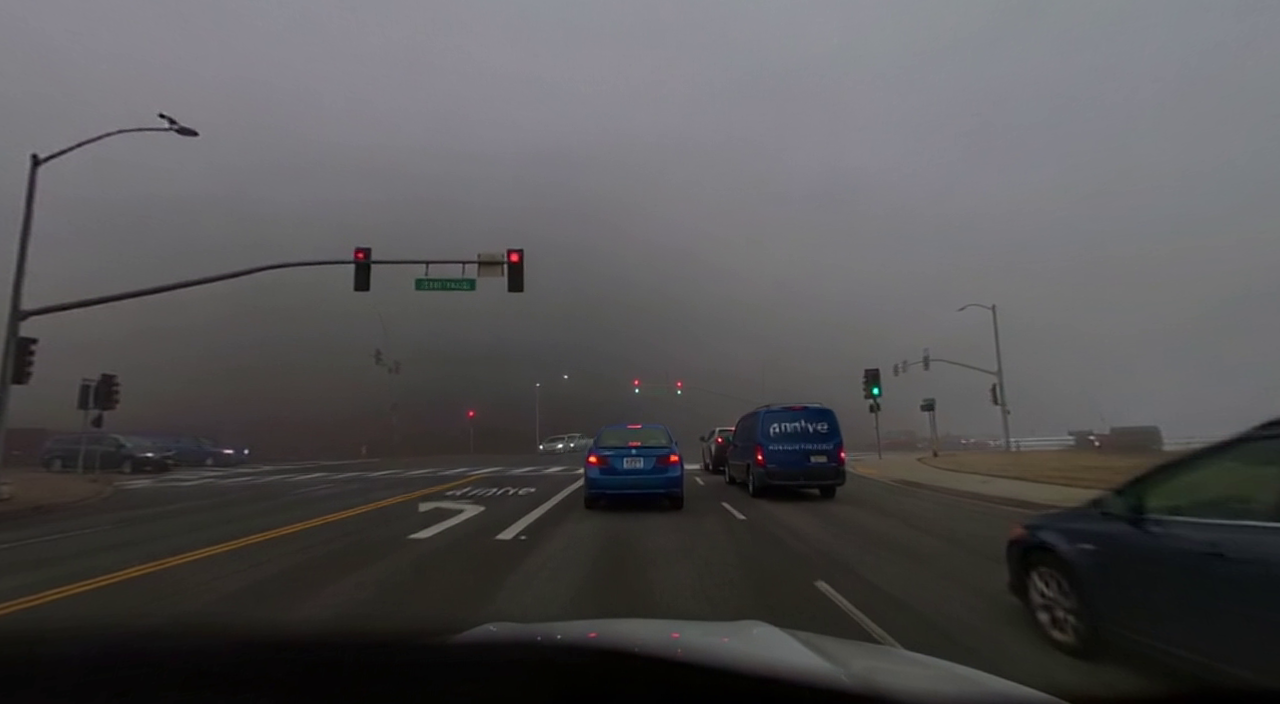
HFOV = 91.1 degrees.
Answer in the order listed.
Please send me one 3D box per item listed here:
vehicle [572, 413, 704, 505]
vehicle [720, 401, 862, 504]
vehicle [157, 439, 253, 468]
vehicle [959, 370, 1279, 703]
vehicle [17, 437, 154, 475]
[{"bbox_3d":[-0.013,2.200,13.322,2.321,1.624,4.367,0,-8,1],"label":"vehicle"},{"bbox_3d":[3.106,2.181,13.946,2.059,1.924,4.257,0,-8,0],"label":"vehicle"},{"bbox_3d":[-25.168,5.859,36.444,4.073,1.603,1.920,1,-8,-8],"label":"vehicle"},{"bbox_3d":[3.271,0.813,2.168,1.934,1.506,4.544,0,-8,0],"label":"vehicle"},{"bbox_3d":[-28.330,5.320,32.233,4.757,1.841,2.121,1,-8,-7],"label":"vehicle"}]
